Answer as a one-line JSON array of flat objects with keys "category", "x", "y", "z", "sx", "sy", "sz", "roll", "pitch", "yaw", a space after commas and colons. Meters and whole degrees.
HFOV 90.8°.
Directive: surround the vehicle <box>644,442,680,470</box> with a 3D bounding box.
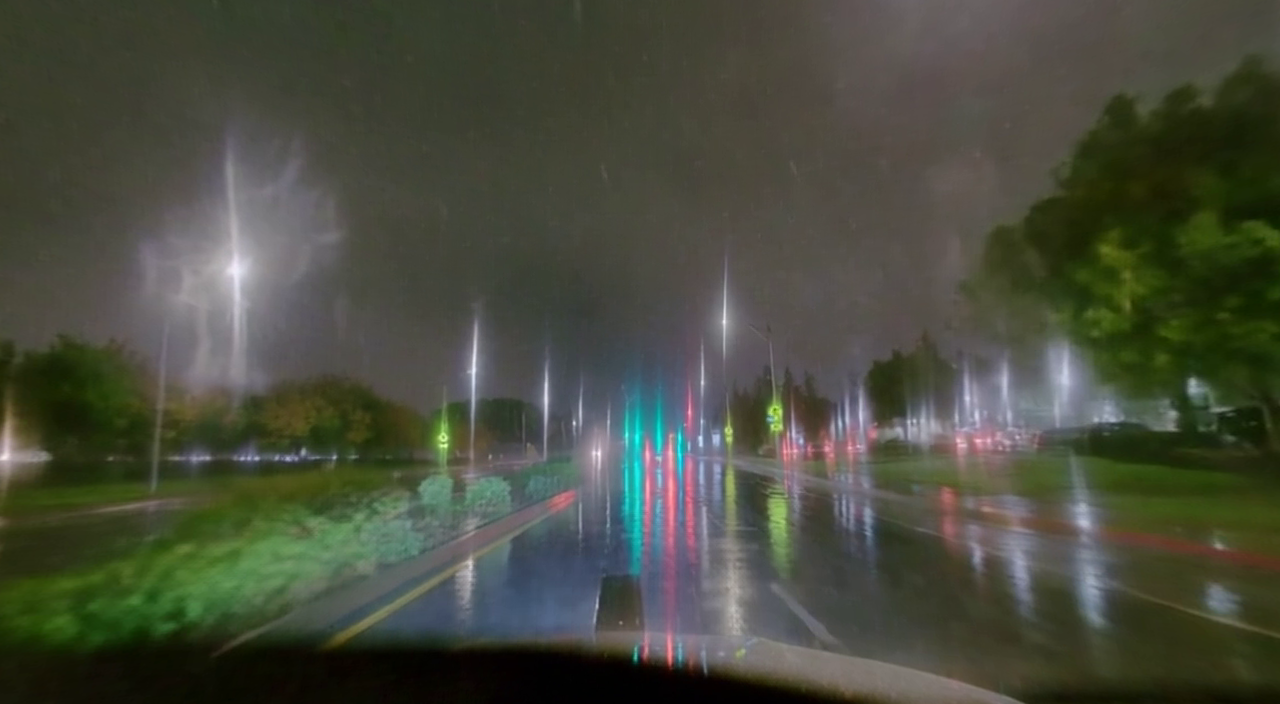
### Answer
[{"category": "vehicle", "x": 1.351, "y": 6.487, "z": 39.653, "sx": 2.158, "sy": 1.600, "sz": 3.865, "roll": -1, "pitch": -8, "yaw": 1}]
